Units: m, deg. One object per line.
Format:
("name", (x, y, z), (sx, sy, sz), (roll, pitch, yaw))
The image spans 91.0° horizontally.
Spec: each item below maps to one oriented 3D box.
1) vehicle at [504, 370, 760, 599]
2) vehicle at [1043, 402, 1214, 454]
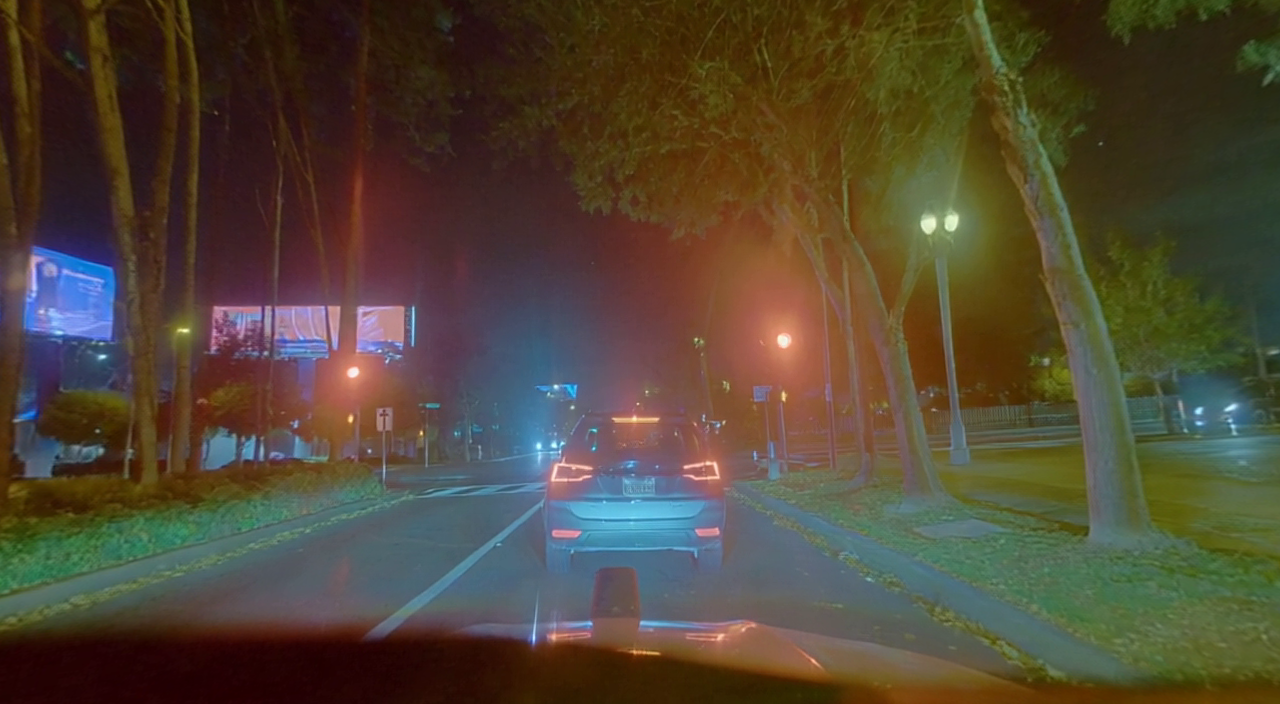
("vehicle", (-0.058, 1.384, 7.289), (2.142, 1.904, 3.816), (-1, -8, 0))
("vehicle", (15.285, 2.441, 19.924), (3.750, 1.502, 1.781), (-2, -8, 13))
